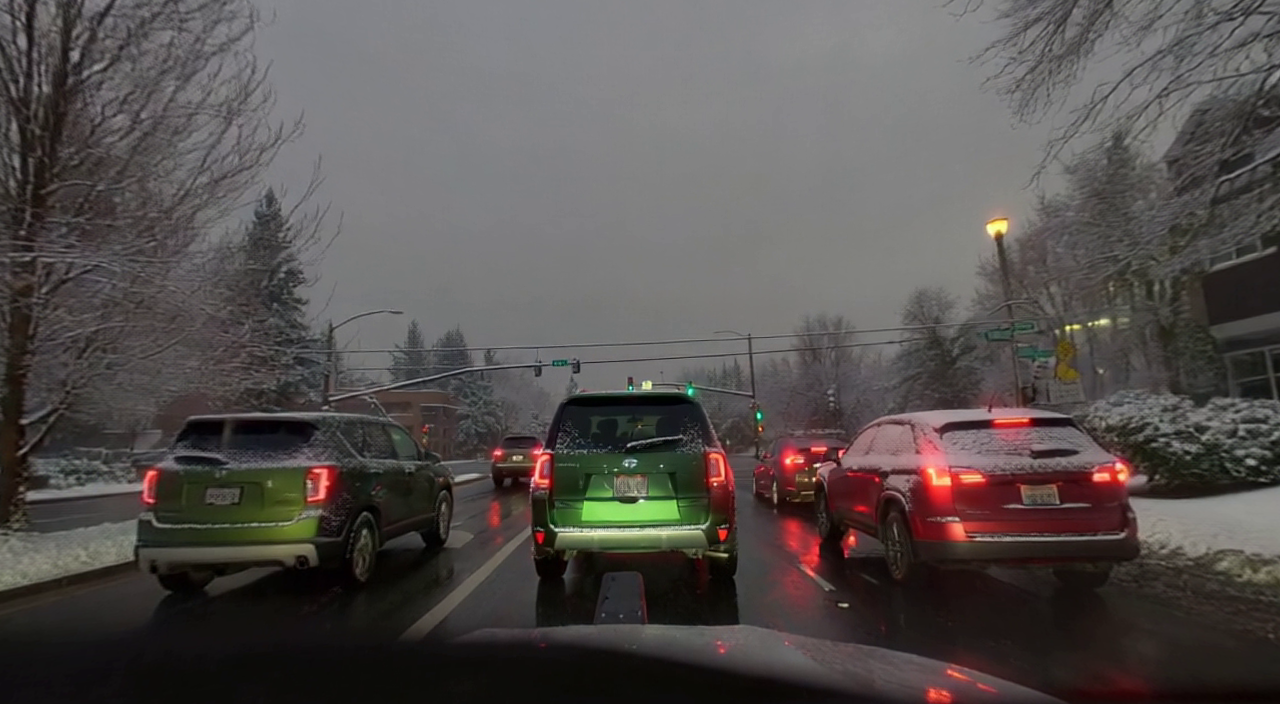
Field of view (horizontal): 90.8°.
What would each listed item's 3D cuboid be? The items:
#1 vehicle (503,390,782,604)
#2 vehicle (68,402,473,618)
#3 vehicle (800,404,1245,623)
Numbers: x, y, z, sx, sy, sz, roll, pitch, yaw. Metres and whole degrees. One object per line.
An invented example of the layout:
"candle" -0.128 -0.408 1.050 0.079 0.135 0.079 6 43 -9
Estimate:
"vehicle" -0.001 1.487 7.240 2.294 1.761 3.857 0 -9 -1
"vehicle" -3.371 1.507 6.927 1.961 1.639 4.064 0 -9 0
"vehicle" 3.474 1.553 7.037 2.202 1.657 4.298 0 -9 -1
